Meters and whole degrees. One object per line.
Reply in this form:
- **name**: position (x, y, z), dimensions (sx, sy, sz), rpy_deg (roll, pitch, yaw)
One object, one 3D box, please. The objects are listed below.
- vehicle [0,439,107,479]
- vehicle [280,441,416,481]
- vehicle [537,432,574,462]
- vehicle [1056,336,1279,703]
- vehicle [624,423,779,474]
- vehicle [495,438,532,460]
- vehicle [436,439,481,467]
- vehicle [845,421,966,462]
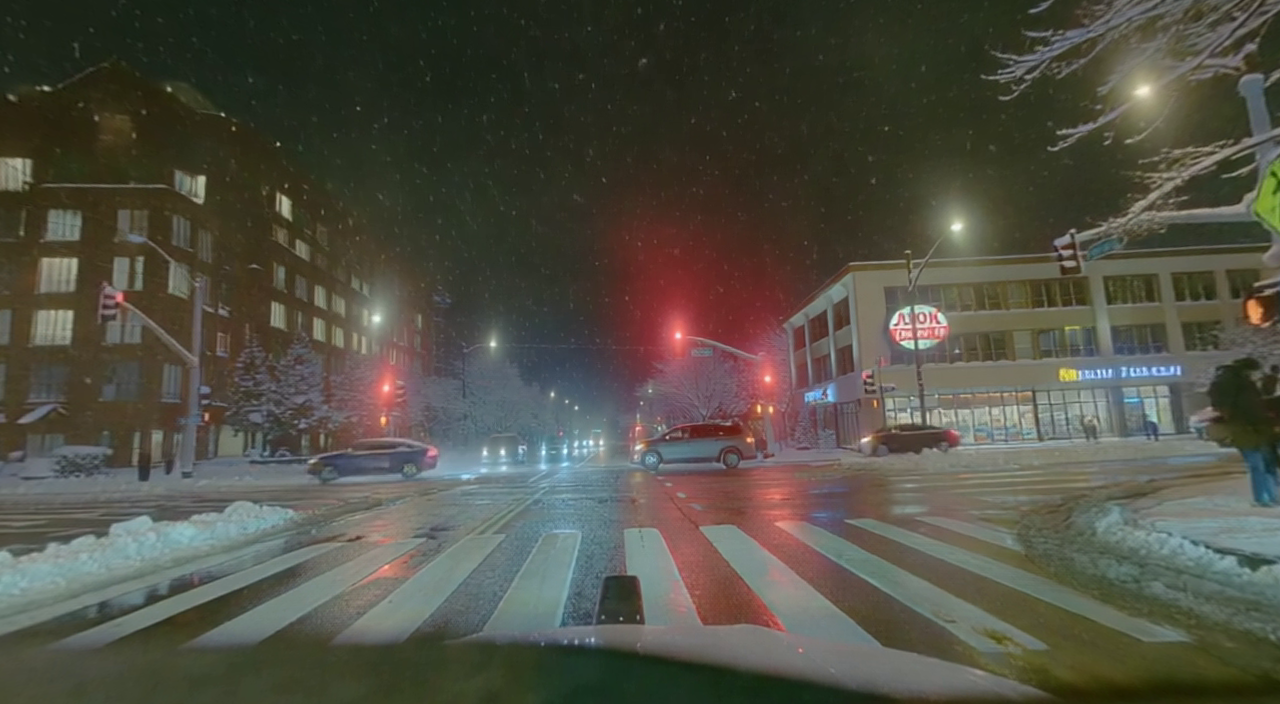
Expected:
- **vehicle**: position (-31.562, 5.630, 33.532), dimensions (2.205, 1.903, 5.877), rpy_deg (1, -9, -10)
- **vehicle**: position (-11.300, 4.233, 24.715), dimensions (4.475, 1.458, 1.681), rpy_deg (1, -9, -8)
- **vehicle**: position (-5.111, 5.801, 38.615), dimensions (1.976, 1.683, 4.117), rpy_deg (0, -8, -4)
- **vehicle**: position (3.016, 0.606, 0.869), dimensions (1.866, 1.654, 4.354), rpy_deg (0, -8, 0)
- **vehicle**: position (1.916, 3.105, 20.417), dimensions (4.612, 1.521, 1.811), rpy_deg (1, -9, -10)
- **vehicle**: position (-8.621, 6.670, 43.530), dimensions (1.906, 1.402, 4.904), rpy_deg (0, -8, -5)
- **vehicle**: position (-10.895, 6.098, 38.206), dimensions (1.885, 1.545, 4.124), rpy_deg (1, -8, -6)
- **vehicle**: position (11.554, 3.902, 27.629), dimensions (4.513, 1.682, 1.810), rpy_deg (1, -9, -8)
